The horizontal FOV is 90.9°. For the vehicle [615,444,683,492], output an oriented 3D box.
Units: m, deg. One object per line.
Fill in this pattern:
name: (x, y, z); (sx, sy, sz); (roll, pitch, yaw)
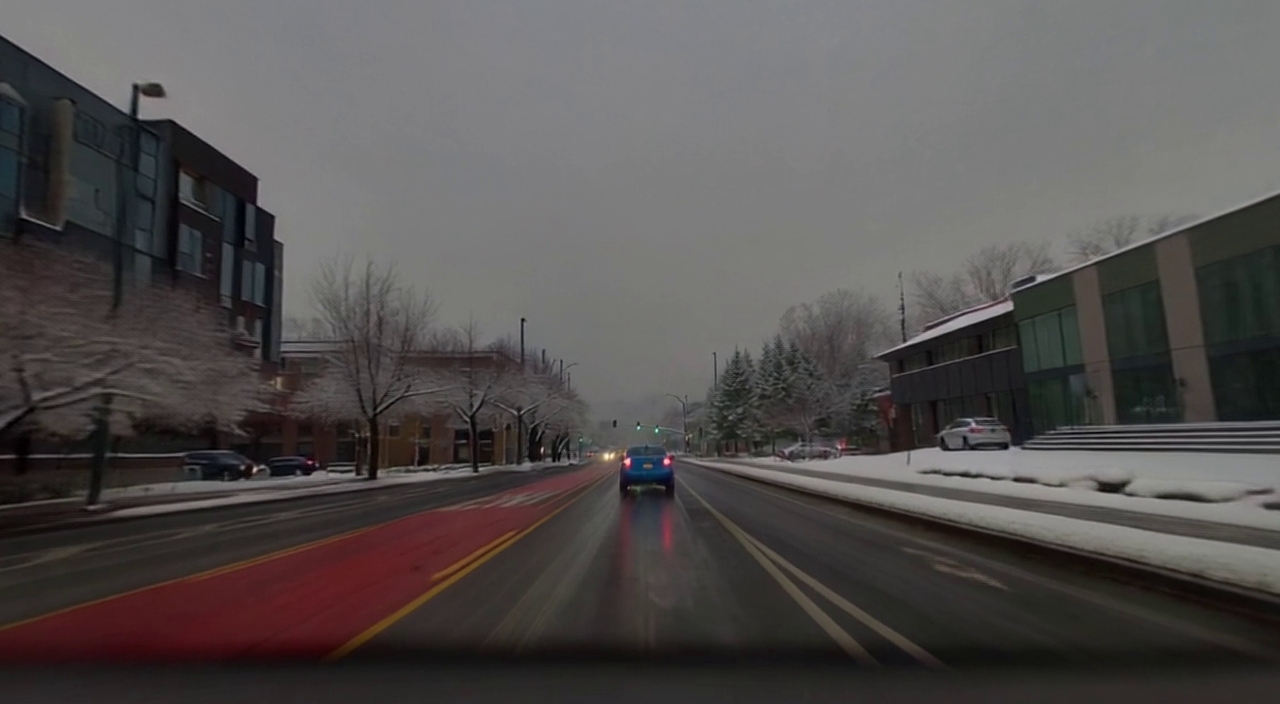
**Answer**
vehicle: (0.279, 3.879, 21.402); (2.063, 1.442, 4.135); (0, -9, 0)

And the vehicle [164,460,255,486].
vehicle: (-30.159, 8.438, 44.208); (4.962, 1.561, 1.997); (7, -11, -39)

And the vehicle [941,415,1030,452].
vehicle: (15.535, 3.749, 28.596); (1.979, 1.460, 3.848); (-1, -10, 3)
